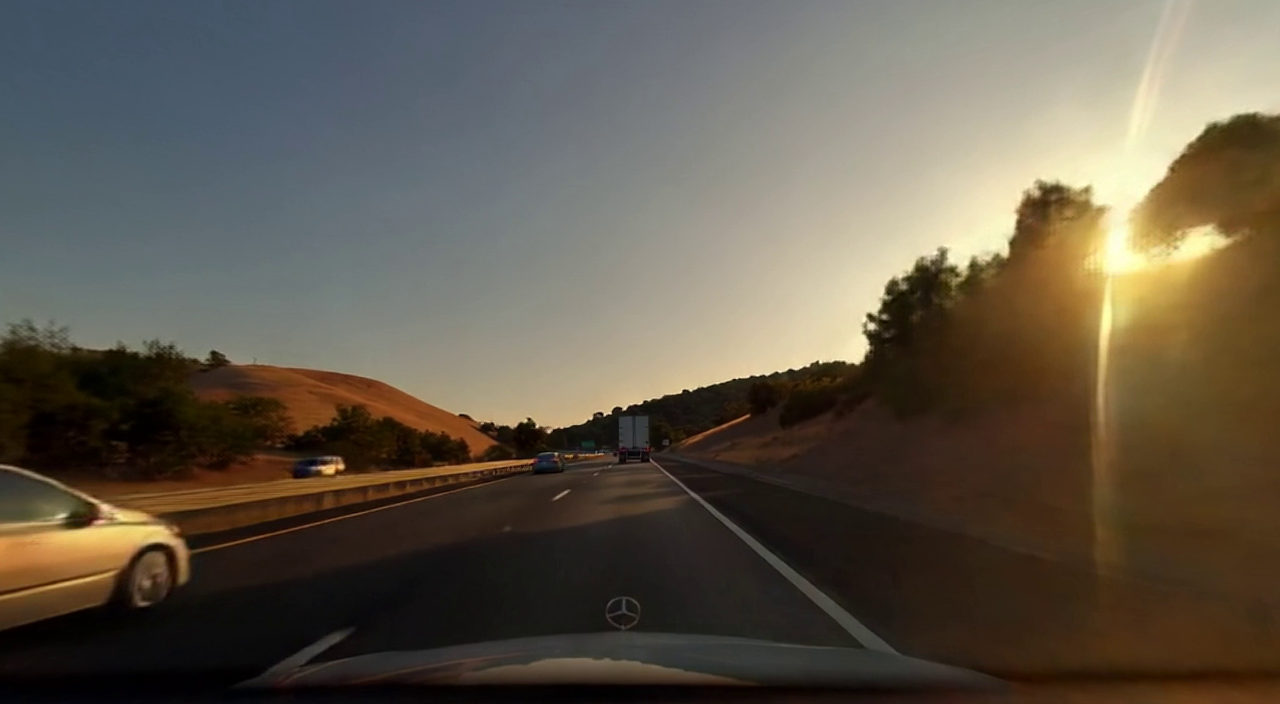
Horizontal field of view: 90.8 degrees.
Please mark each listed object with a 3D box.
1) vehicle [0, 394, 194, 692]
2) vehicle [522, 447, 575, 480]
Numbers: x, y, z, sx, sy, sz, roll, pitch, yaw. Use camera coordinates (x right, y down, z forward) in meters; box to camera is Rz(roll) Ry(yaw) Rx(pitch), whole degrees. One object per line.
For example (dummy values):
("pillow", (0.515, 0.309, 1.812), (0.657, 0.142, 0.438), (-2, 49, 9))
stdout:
("vehicle", (-4.523, 0.949, 2.779), (1.991, 1.618, 4.211), (0, -9, 0))
("vehicle", (-4.449, 5.460, 31.141), (1.978, 1.507, 4.062), (0, -9, 0))
